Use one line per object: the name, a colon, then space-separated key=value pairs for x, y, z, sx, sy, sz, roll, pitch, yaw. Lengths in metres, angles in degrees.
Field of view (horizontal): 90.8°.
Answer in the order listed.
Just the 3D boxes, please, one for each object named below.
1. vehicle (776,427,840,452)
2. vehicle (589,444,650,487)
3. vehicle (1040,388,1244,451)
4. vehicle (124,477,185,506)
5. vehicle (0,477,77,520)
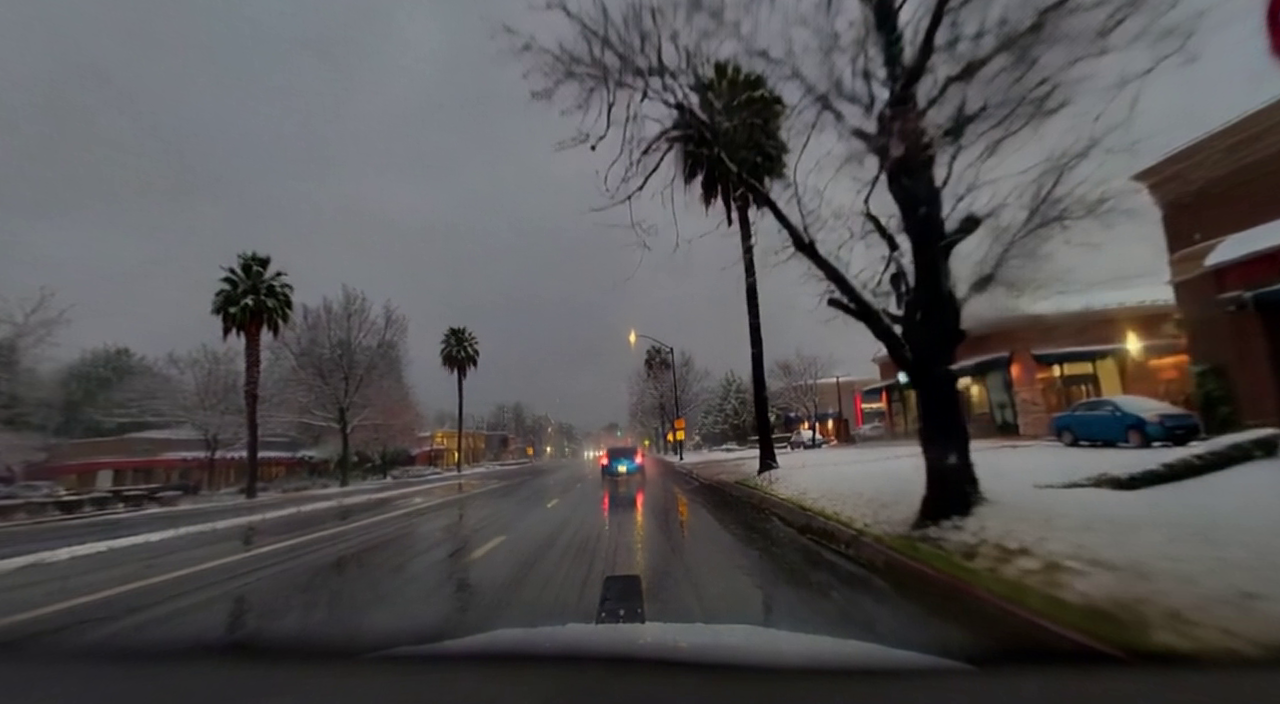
vehicle: x=12.516 y=6.629 z=47.395 sx=1.873 sy=1.657 sz=4.557 roll=6 pitch=-12 yaw=-31
vehicle: x=-0.767 y=4.325 z=24.489 sx=2.156 sy=1.462 sz=4.495 roll=0 pitch=-8 yaw=-1
vehicle: x=13.332 y=1.935 z=17.243 sx=1.827 sy=1.497 sz=4.468 roll=0 pitch=-8 yaw=-1
vehicle: x=-31.668 y=9.049 z=41.296 sx=1.791 sy=1.511 sz=4.030 roll=2 pitch=-9 yaw=-17
vehicle: x=-30.292 y=7.013 z=30.284 sx=2.092 sy=1.719 sz=4.868 roll=0 pitch=-8 yaw=0
